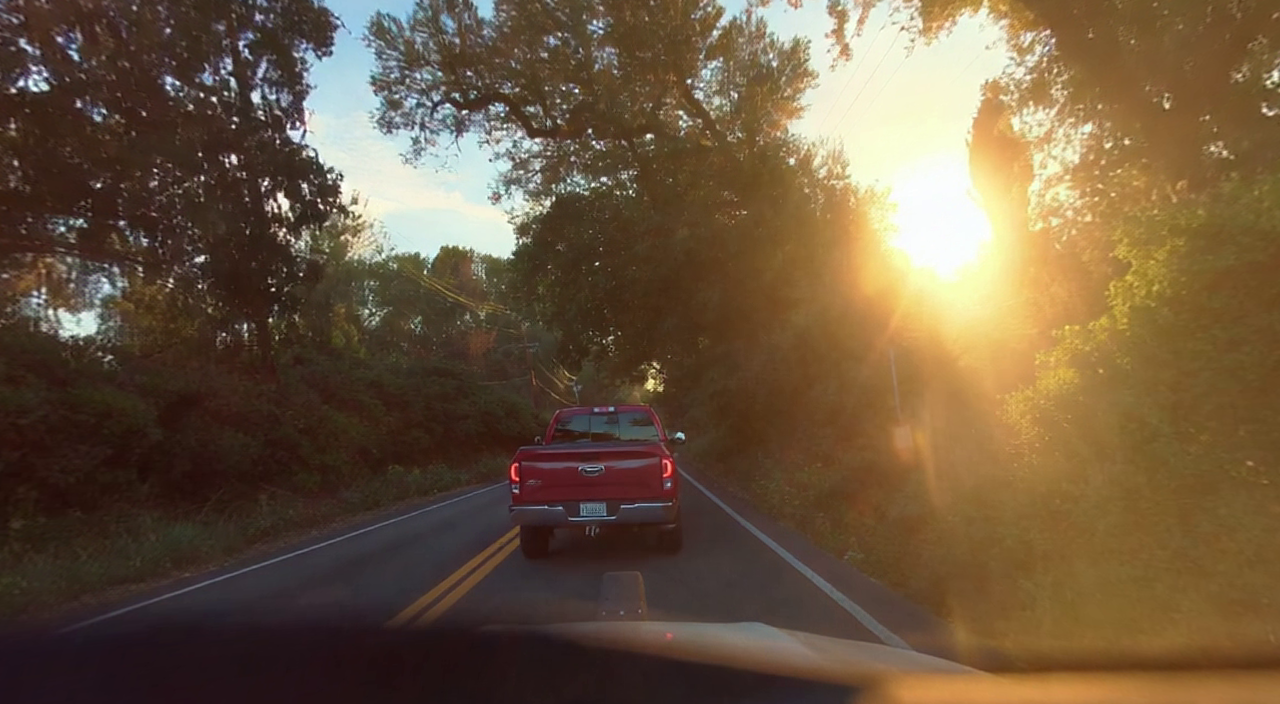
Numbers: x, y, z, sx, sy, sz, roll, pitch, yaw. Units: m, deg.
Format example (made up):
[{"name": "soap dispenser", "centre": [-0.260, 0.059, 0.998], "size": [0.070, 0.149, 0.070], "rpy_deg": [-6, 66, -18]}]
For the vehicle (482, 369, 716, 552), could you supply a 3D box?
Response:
[{"name": "vehicle", "centre": [-0.537, 1.747, 10.724], "size": [2.837, 2.223, 5.885], "rpy_deg": [0, -8, -1]}]
